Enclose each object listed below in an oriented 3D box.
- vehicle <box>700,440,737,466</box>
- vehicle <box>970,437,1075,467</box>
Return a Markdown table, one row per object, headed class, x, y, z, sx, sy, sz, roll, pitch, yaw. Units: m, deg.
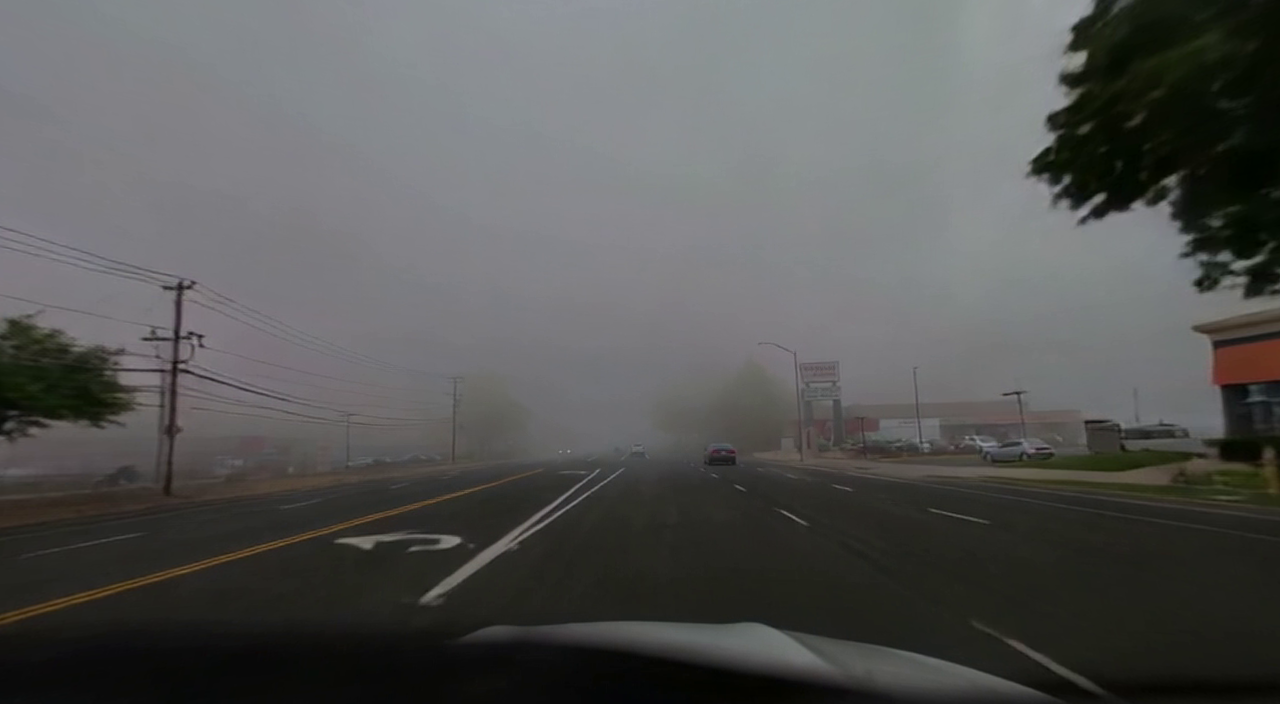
| class | x | y | z | sx | sy | sz | roll | pitch | yaw |
| --- | --- | --- | --- | --- | --- | --- | --- | --- | --- |
| vehicle | 5.243 | 6.785 | 42.645 | 1.957 | 1.643 | 4.226 | 0 | -9 | 0 |
| vehicle | 23.166 | 6.095 | 38.486 | 2.086 | 1.730 | 4.913 | 6 | -11 | -34 |
